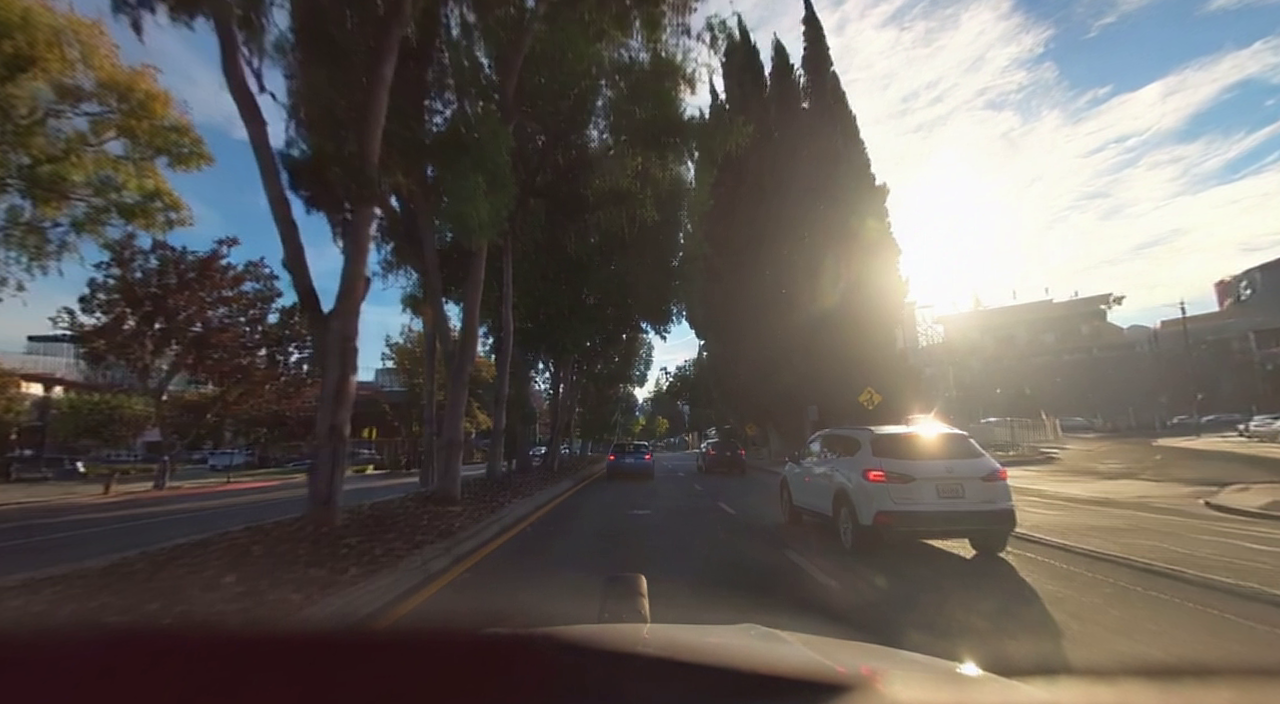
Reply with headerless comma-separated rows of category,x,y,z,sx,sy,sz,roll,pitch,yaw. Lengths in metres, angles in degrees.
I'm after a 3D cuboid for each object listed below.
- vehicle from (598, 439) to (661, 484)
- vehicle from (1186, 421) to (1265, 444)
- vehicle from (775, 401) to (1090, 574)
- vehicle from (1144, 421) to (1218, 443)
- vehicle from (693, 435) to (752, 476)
vehicle,-0.336,3.987,23.175,2.111,1.506,4.018,0,-9,0
vehicle,42.642,5.861,45.842,1.929,1.517,3.953,-3,-7,1
vehicle,3.386,1.680,8.484,2.130,1.718,4.310,0,-9,0
vehicle,39.913,5.963,46.477,1.839,1.506,4.108,0,-9,1
vehicle,3.658,4.703,28.615,1.982,1.709,4.427,0,-9,-1
